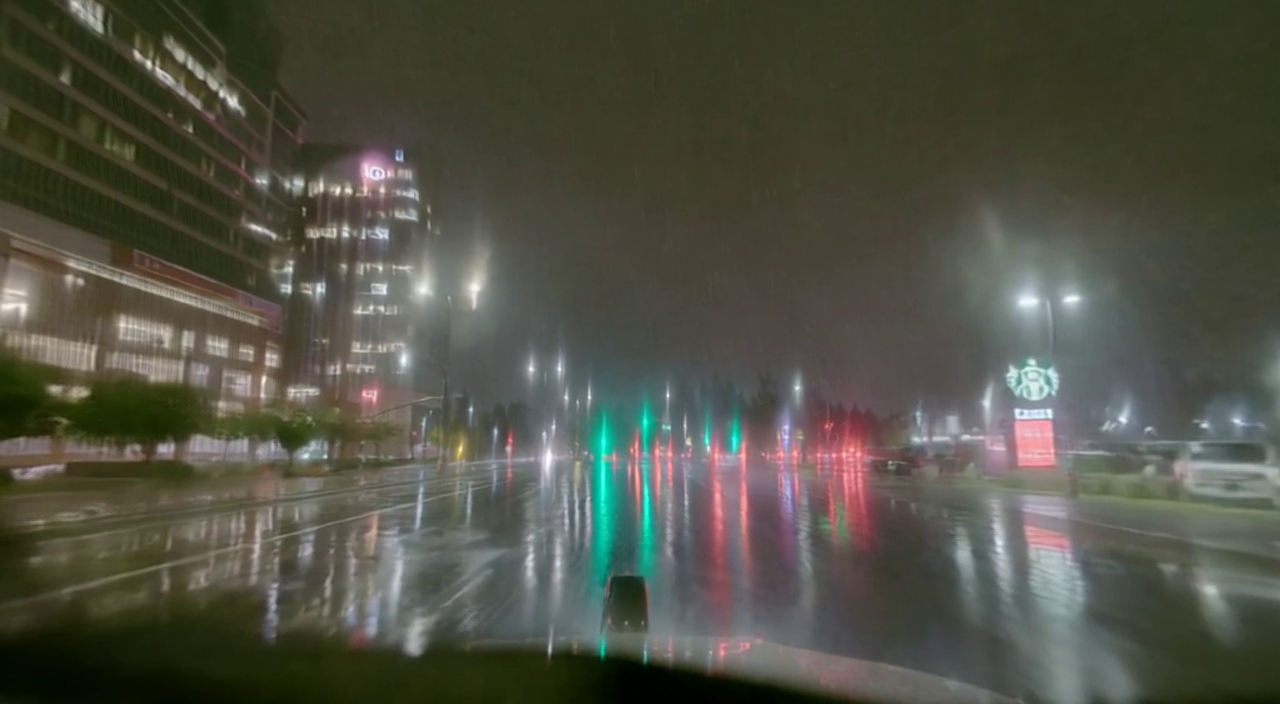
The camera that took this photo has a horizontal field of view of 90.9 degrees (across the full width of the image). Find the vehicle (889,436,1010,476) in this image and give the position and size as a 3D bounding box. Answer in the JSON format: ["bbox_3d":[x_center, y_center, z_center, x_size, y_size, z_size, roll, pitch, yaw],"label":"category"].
[{"bbox_3d":[15.044,5.082,30.853,4.775,1.728,1.996,-2,-9,0],"label":"vehicle"}]

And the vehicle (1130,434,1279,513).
[{"bbox_3d":[14.289,2.922,15.689,4.361,1.682,1.978,6,-11,-35],"label":"vehicle"}]

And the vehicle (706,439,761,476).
[{"bbox_3d":[4.569,5.227,31.428,2.007,1.683,4.171,0,-9,-1],"label":"vehicle"}]

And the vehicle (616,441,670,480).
[{"bbox_3d":[0.140,4.514,26.432,2.059,1.477,3.988,0,-9,1],"label":"vehicle"}]

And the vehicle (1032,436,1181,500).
[{"bbox_3d":[14.073,3.401,18.948,4.654,1.692,1.955,6,-10,-33],"label":"vehicle"}]

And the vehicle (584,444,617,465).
[{"bbox_3d":[-2.875,7.639,47.176,2.029,1.482,4.591,0,-9,2],"label":"vehicle"}]
